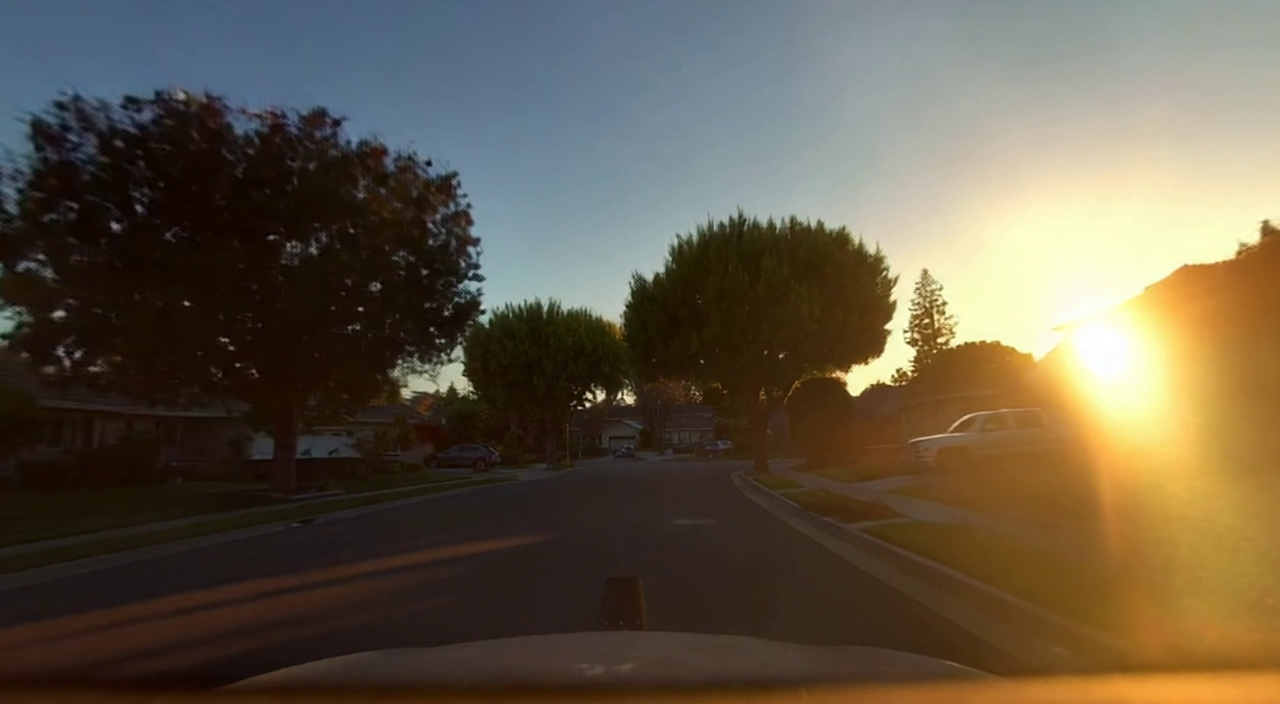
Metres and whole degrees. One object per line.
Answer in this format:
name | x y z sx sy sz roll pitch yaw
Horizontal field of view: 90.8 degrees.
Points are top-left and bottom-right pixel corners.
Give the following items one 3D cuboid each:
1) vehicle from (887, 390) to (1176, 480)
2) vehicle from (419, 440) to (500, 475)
vehicle | 10.359 2.291 17.308 6.053 2.240 2.582 -1 -8 4
vehicle | -11.979 7.054 42.323 5.045 1.835 2.315 -2 -9 -13
